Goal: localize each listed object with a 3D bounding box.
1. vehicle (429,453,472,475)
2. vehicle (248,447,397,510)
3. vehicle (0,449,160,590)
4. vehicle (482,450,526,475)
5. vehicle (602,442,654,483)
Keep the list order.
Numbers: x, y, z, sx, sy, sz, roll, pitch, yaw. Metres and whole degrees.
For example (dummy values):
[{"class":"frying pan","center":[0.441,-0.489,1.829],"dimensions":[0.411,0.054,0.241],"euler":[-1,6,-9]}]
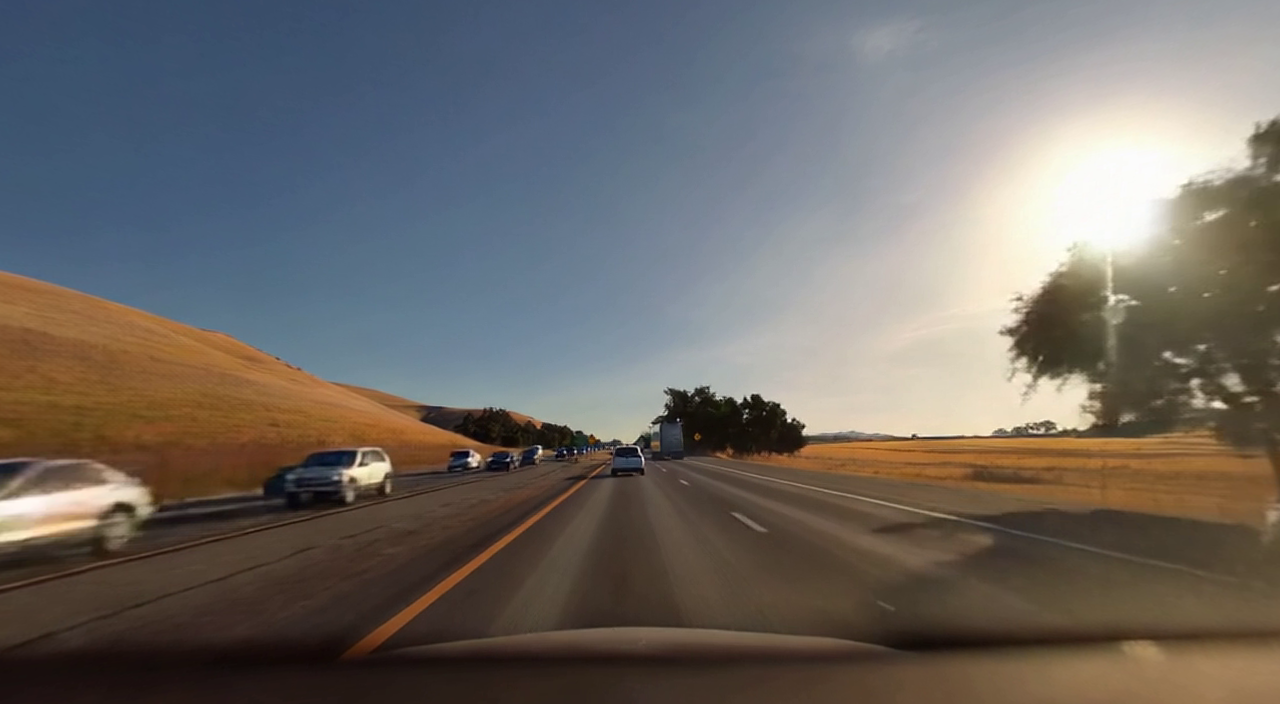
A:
[{"class":"vehicle","center":[-14.150,8.378,47.013],"dimensions":[1.892,1.533,4.532],"euler":[0,-9,-1]},{"class":"vehicle","center":[-8.753,3.480,17.783],"dimensions":[1.970,1.549,4.299],"euler":[0,-9,0]},{"class":"vehicle","center":[-7.787,1.799,6.717],"dimensions":[1.917,1.483,4.289],"euler":[0,-9,-1]},{"class":"vehicle","center":[-8.605,7.008,39.967],"dimensions":[1.908,1.499,4.040],"euler":[0,-9,-1]},{"class":"vehicle","center":[-0.485,4.543,26.062],"dimensions":[1.971,1.518,4.108],"euler":[0,-9,-1]}]
